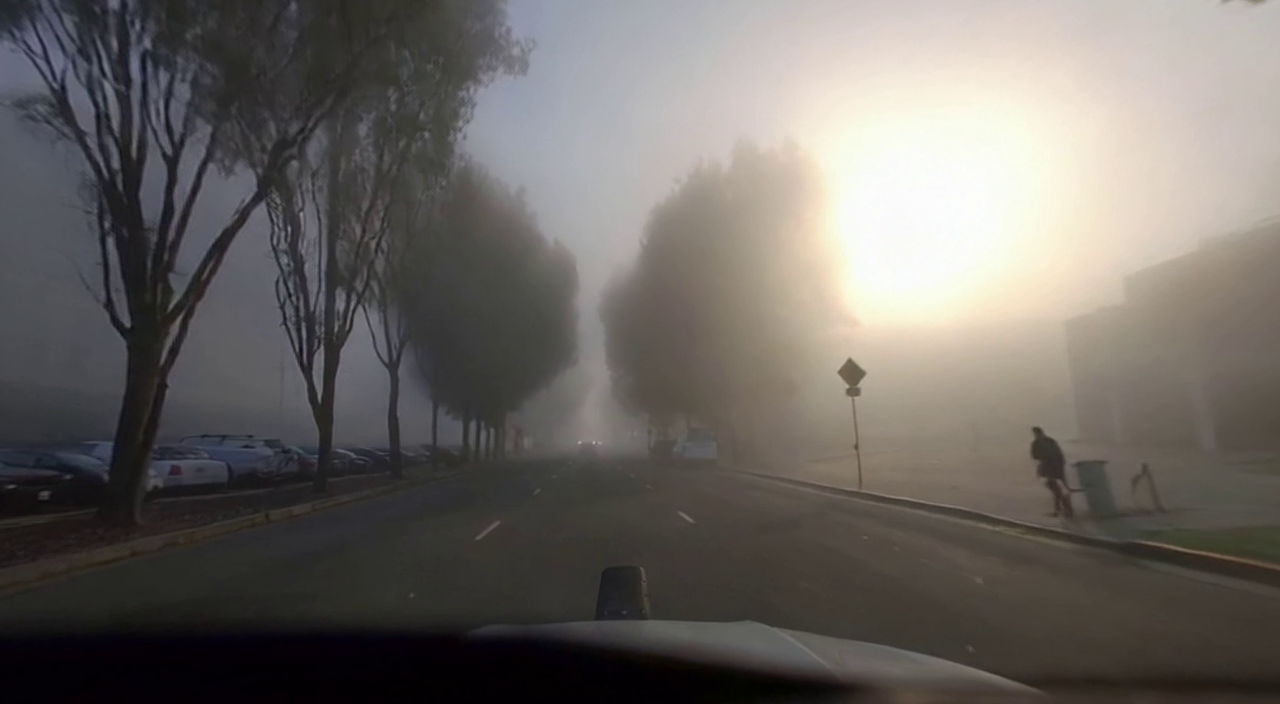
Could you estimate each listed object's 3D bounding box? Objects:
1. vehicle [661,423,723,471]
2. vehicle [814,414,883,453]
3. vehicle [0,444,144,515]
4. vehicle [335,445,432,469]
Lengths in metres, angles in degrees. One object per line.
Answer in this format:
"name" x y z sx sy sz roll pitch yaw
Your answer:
"vehicle" 2.882 5.565 37.066 2.596 2.509 6.178 1 -8 -5
"vehicle" 15.257 6.097 46.648 2.341 2.648 6.024 1 -8 -7
"vehicle" -14.452 2.828 14.254 4.625 1.477 2.054 0 -8 -3
"vehicle" -16.421 6.740 40.611 5.269 1.491 2.133 0 -8 -3
